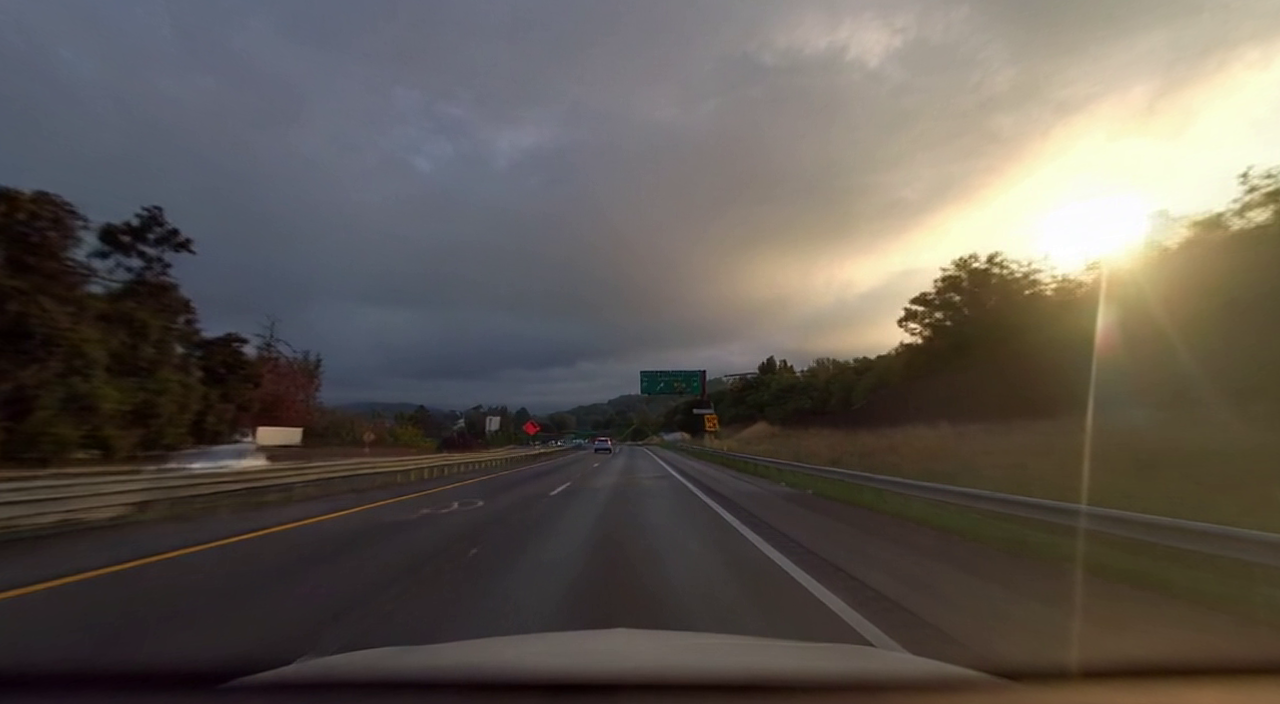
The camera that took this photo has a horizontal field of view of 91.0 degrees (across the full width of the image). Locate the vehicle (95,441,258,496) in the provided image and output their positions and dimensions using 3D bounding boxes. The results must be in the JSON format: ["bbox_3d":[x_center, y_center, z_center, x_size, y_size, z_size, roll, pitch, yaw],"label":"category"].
[{"bbox_3d":[-14.865,3.715,20.588,1.900,1.558,4.499,-1,-8,0],"label":"vehicle"}]

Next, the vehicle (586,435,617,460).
[{"bbox_3d":[-2.924,7.350,48.520,2.188,1.825,4.282,-1,-8,-2],"label":"vehicle"}]
